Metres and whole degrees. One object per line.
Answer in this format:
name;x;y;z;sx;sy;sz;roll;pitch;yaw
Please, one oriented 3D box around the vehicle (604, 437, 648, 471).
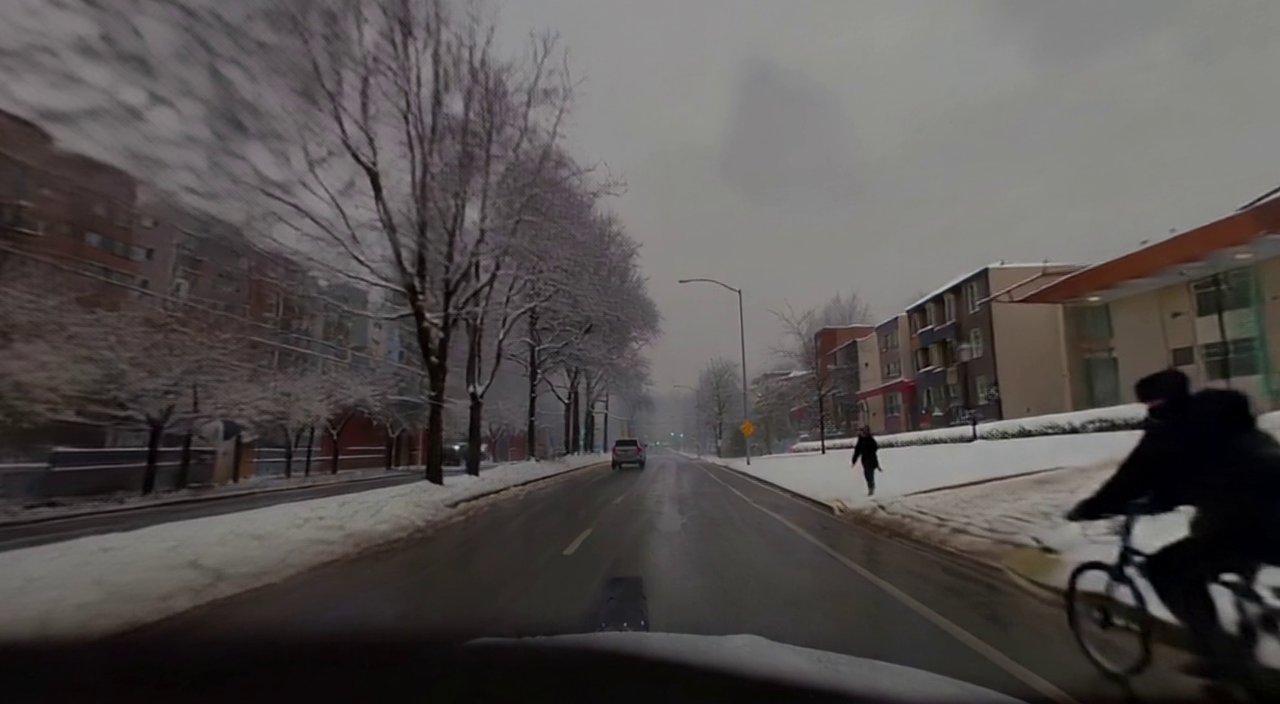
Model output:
vehicle;-0.755;5.990;37.277;2.294;1.859;5.127;-1;-9;2
